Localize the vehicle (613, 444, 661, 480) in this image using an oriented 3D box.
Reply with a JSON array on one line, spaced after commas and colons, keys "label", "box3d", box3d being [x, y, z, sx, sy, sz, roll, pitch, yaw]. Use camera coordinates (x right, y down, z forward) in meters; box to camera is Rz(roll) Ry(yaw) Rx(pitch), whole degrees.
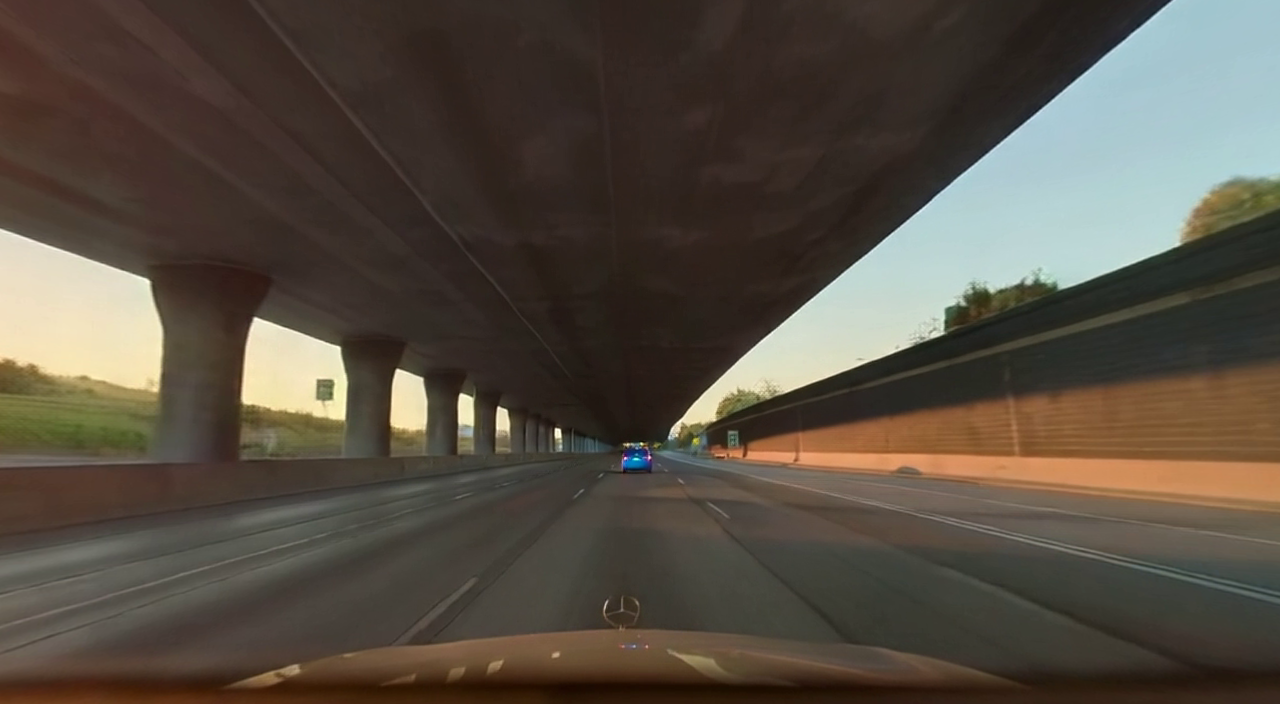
[{"label": "vehicle", "box3d": [-0.182, 5.059, 29.186, 2.055, 1.501, 4.321, 0, -9, -1]}]
